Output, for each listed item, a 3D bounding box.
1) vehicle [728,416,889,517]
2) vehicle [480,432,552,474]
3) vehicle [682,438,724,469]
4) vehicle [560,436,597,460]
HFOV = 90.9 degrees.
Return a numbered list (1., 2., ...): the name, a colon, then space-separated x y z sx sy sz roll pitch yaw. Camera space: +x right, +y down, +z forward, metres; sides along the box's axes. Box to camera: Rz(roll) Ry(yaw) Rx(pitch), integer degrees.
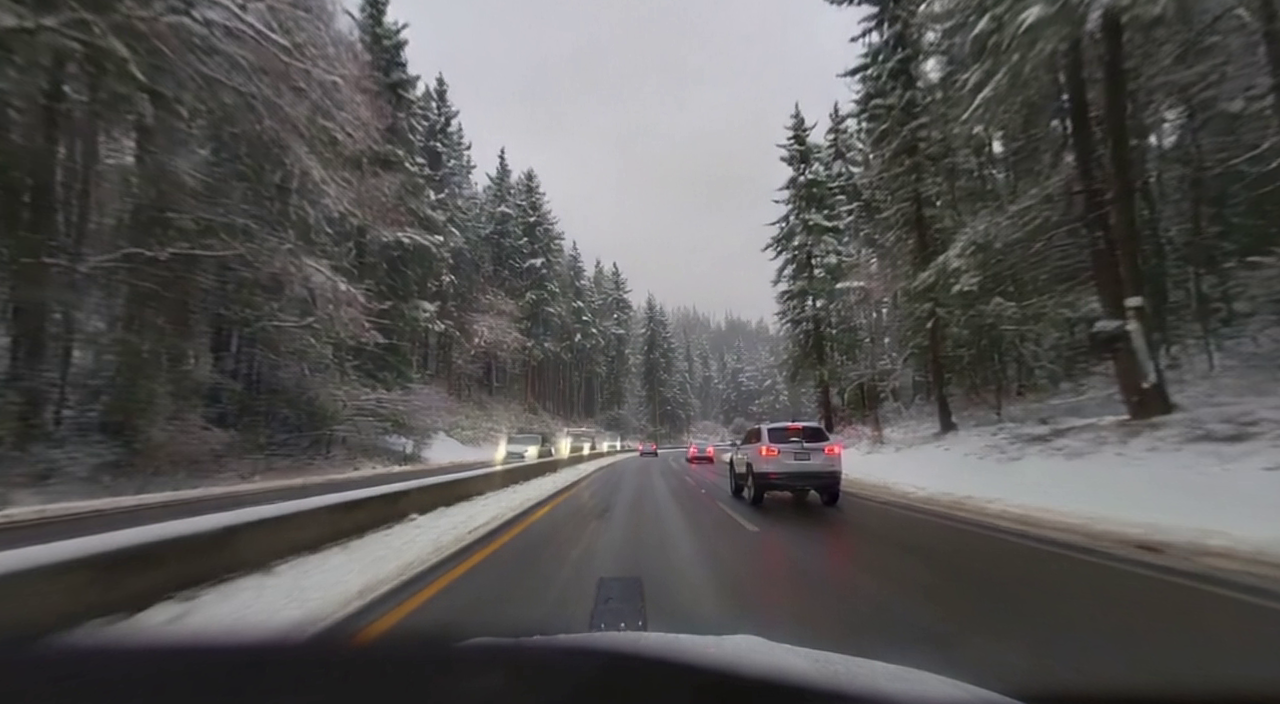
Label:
1. vehicle: 3.529 2.505 14.370 2.270 1.897 4.822 0 -8 -1
2. vehicle: -5.301 4.386 27.631 2.146 1.707 4.326 0 -8 1
3. vehicle: 3.704 6.064 37.836 2.112 1.708 4.380 0 -8 0
4. vehicle: -4.437 7.009 46.318 2.054 1.683 4.384 0 -8 3
